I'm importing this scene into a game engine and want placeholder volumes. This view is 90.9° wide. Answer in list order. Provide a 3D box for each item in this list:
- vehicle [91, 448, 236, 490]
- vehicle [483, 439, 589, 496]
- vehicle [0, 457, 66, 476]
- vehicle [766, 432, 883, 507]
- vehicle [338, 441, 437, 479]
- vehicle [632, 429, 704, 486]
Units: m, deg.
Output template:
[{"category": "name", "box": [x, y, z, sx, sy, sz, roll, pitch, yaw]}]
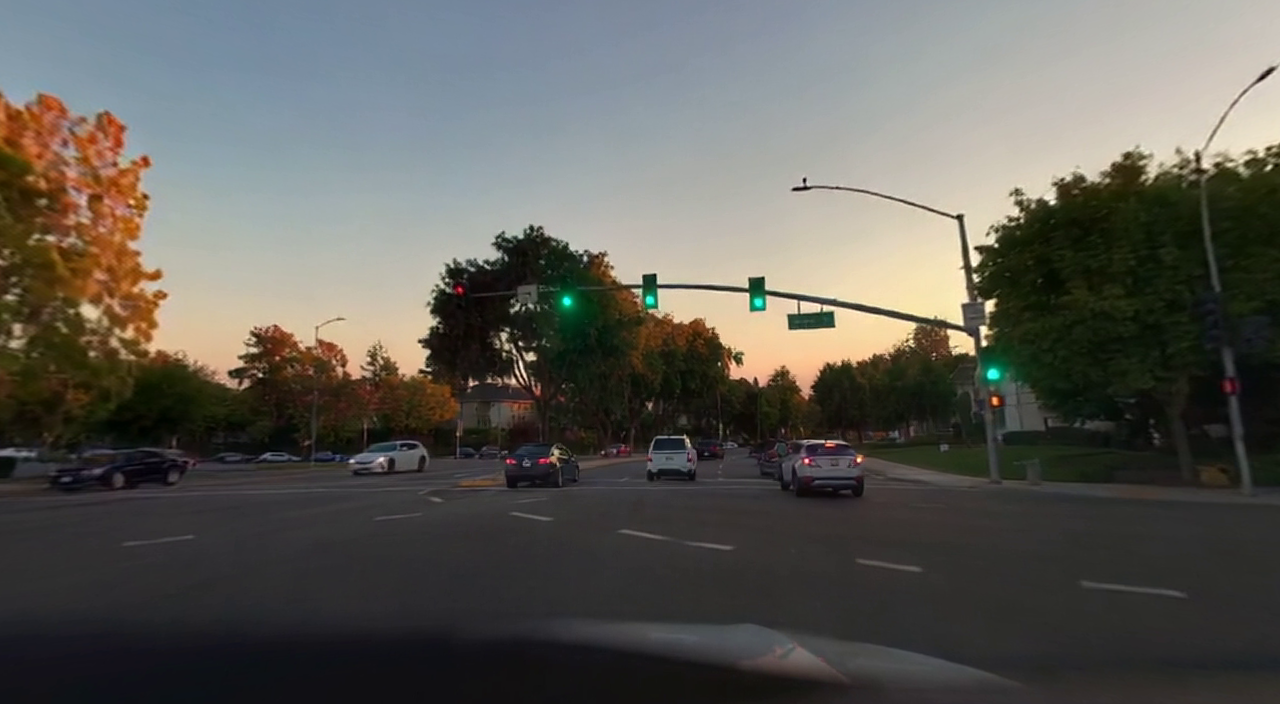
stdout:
[{"category": "vehicle", "box": [-18.218, 4.471, 24.425, 1.869, 1.449, 4.417, -1, -9, 6]}, {"category": "vehicle", "box": [-2.919, 3.381, 18.810, 2.006, 1.464, 4.586, -1, -9, 5]}, {"category": "vehicle", "box": [-45.424, 8.576, 47.124, 3.435, 1.356, 1.713, -2, -9, 7]}, {"category": "vehicle", "box": [4.224, 2.745, 15.027, 1.859, 1.540, 3.454, -1, -9, 2]}, {"category": "vehicle", "box": [-10.958, 4.722, 27.764, 2.009, 1.527, 4.534, -1, -9, 7]}, {"category": "vehicle", "box": [1.089, 3.636, 21.913, 2.250, 1.768, 4.574, -1, -9, 6]}]
